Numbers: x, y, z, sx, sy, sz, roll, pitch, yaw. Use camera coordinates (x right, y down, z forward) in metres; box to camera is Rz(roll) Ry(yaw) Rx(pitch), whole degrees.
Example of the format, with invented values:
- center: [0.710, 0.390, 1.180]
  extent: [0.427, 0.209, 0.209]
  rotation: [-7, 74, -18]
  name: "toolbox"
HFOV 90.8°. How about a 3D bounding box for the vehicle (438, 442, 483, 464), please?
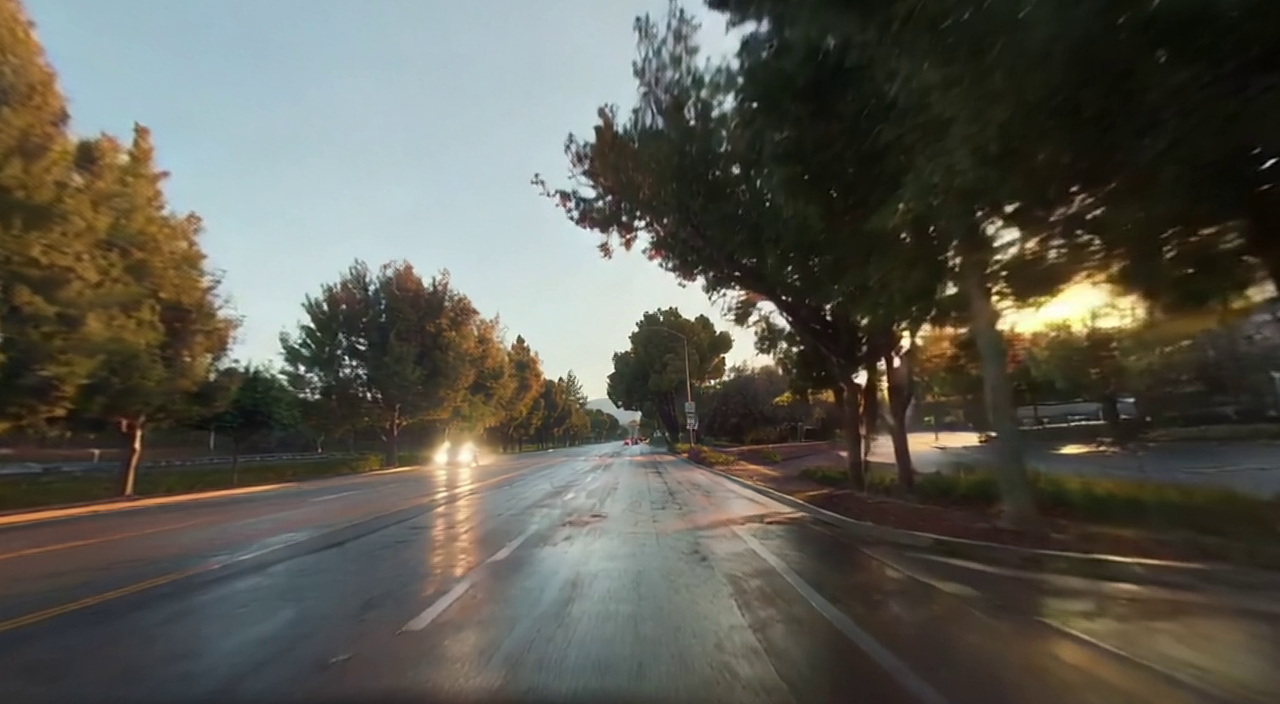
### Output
- center: [-13.395, 7.548, 47.498]
  extent: [2.078, 1.573, 4.533]
  rotation: [0, -8, 0]
  name: "vehicle"
